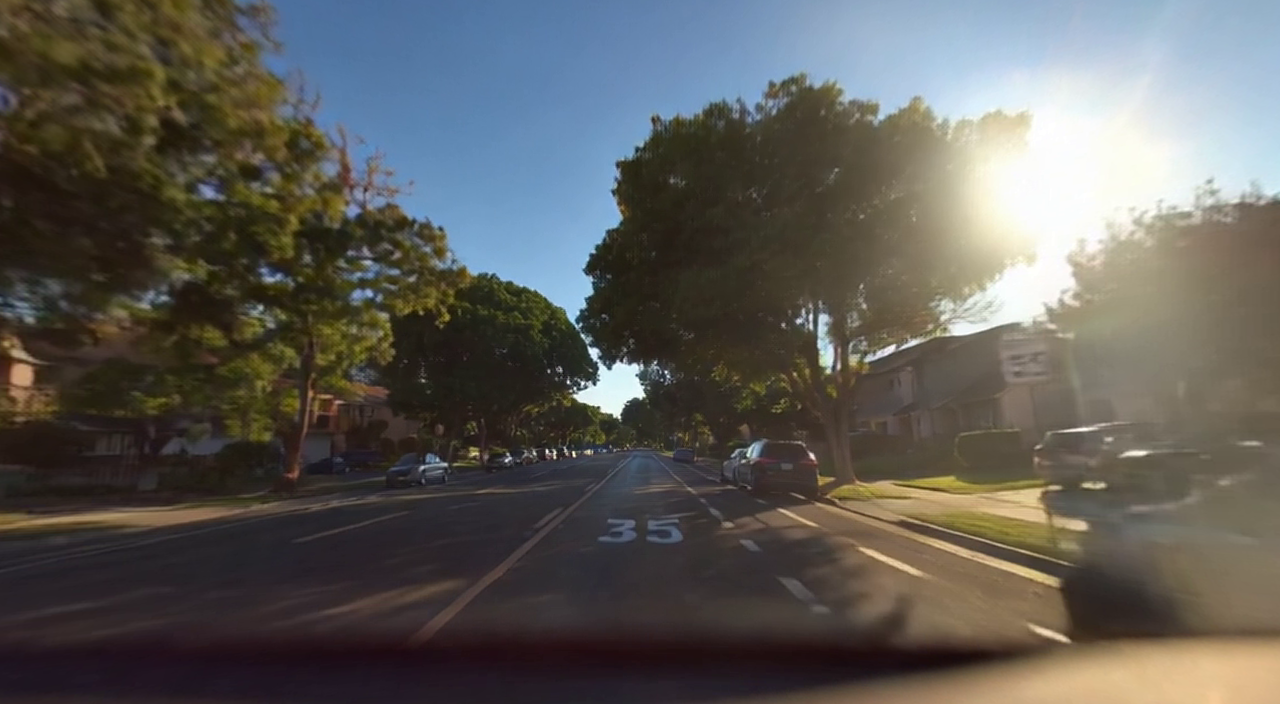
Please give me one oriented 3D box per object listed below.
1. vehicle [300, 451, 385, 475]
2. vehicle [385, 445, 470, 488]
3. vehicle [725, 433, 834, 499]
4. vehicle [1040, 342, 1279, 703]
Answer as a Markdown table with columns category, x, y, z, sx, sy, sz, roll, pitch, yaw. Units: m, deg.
| category | x | y | z | sx | sy | sz | roll | pitch | yaw |
| --- | --- | --- | --- | --- | --- | --- | --- | --- | --- |
| vehicle | -19.181 | 7.144 | 40.848 | 4.530 | 1.477 | 1.843 | 0 | -8 | -1 |
| vehicle | -10.650 | 5.739 | 32.276 | 2.338 | 1.871 | 5.795 | -2 | -8 | 0 |
| vehicle | 4.160 | 3.496 | 19.825 | 2.254 | 1.812 | 4.817 | 0 | -8 | -1 |
| vehicle | 3.998 | 0.802 | 2.038 | 2.169 | 1.914 | 4.791 | 0 | -8 | -1 |
